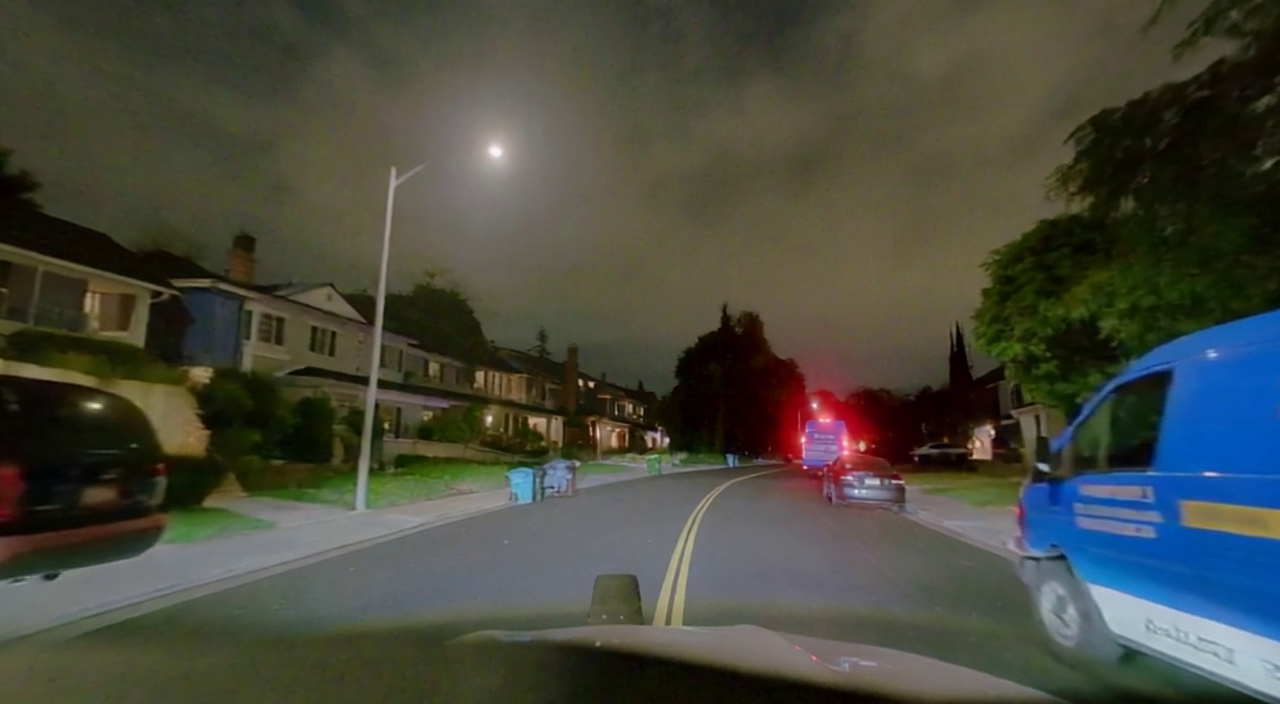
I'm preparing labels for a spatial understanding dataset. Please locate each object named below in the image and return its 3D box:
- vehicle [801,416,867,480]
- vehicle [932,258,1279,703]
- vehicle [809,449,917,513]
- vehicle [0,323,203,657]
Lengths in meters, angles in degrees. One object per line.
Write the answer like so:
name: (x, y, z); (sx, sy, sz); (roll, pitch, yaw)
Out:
vehicle: (9.500, 4.648, 30.700); (2.684, 2.712, 6.197); (-3, -9, 19)
vehicle: (3.547, 0.633, 1.640); (2.748, 2.031, 6.288); (0, -8, 2)
vehicle: (5.497, 3.180, 16.147); (1.835, 1.349, 4.285); (-1, -9, 9)
vehicle: (-7.209, 0.826, 4.388); (6.291, 2.113, 2.673); (2, -8, 1)
